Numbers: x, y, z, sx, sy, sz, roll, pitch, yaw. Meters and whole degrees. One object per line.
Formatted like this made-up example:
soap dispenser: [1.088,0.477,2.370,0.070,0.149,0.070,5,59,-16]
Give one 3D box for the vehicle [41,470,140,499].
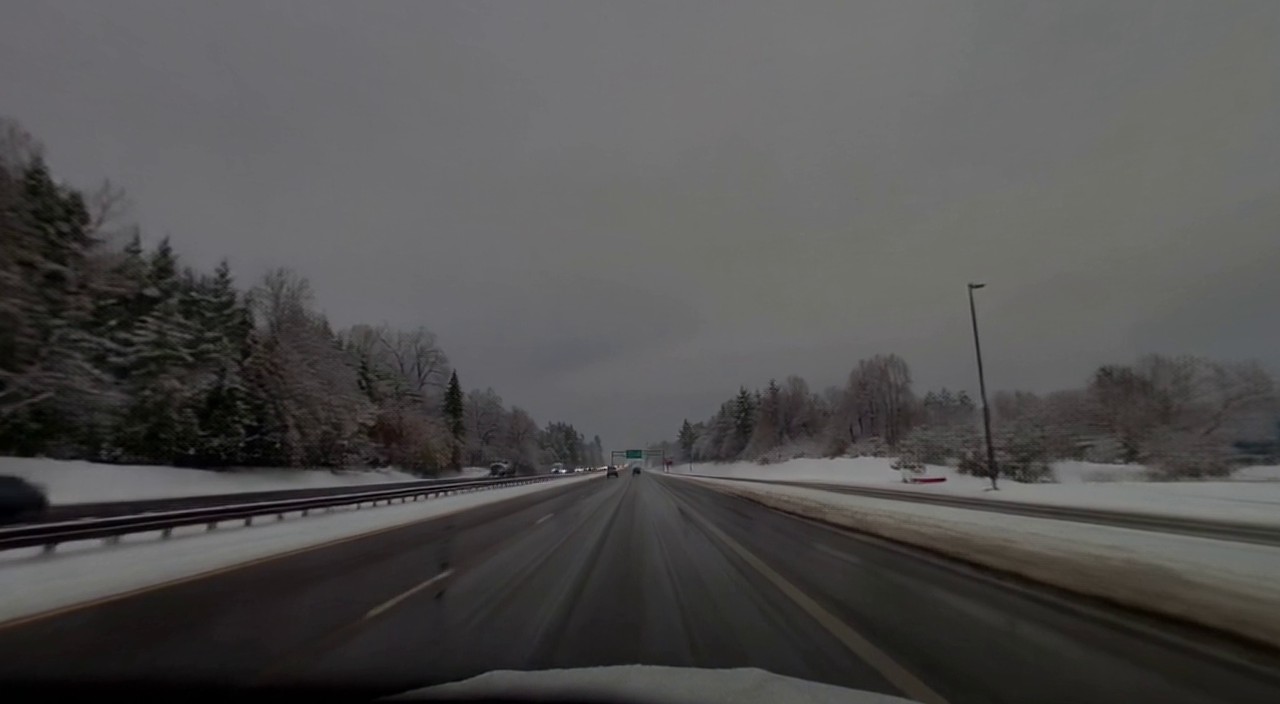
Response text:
vehicle: [-30.237,7.291,34.864,1.700,1.420,4.152,1,-11,0]
